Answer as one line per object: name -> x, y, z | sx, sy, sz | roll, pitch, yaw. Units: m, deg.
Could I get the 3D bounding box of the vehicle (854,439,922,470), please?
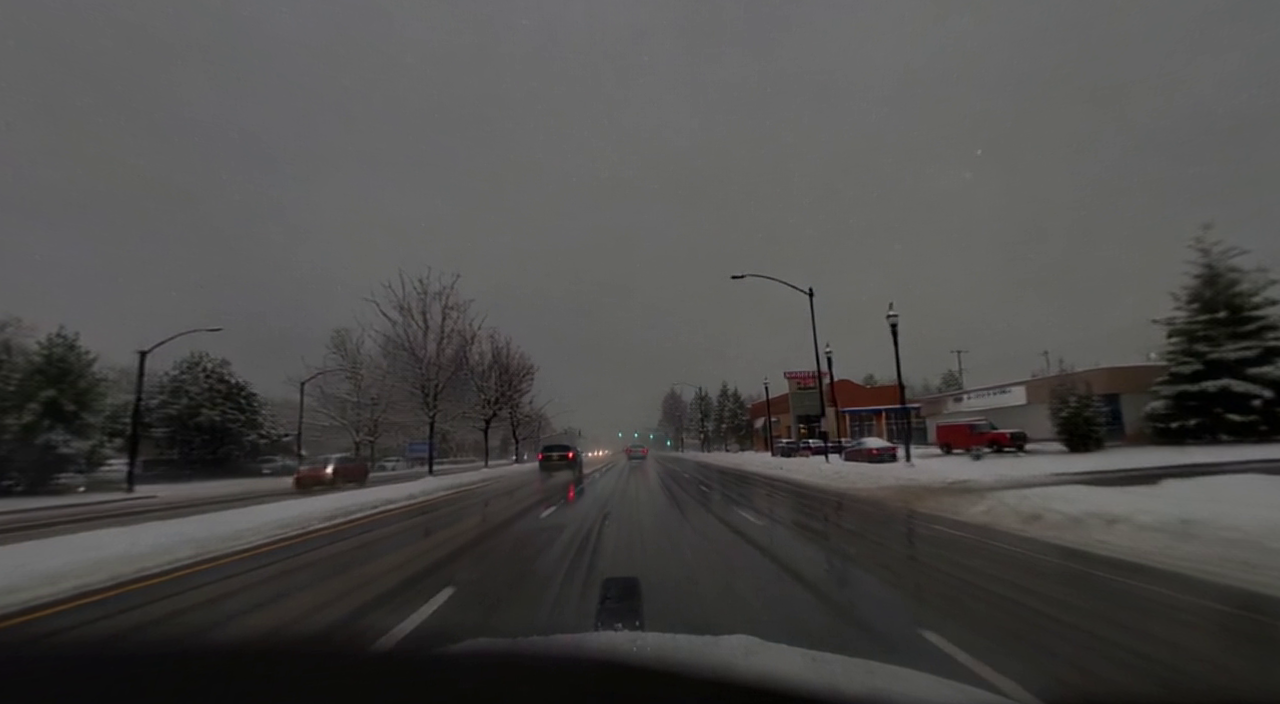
vehicle -> 13.264, 5.505, 33.992 | 1.914, 1.523, 4.747 | 0, -9, 2

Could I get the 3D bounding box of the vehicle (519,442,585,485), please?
vehicle -> -3.325, 4.322, 24.669 | 1.939, 1.496, 4.309 | 0, -9, 0

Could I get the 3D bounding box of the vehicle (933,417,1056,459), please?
vehicle -> 19.902, 4.917, 35.648 | 5.511, 2.262, 2.351 | -2, -9, 14

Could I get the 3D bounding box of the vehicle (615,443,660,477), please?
vehicle -> -0.124, 5.115, 30.024 | 2.019, 1.459, 4.005 | 0, -9, 0
